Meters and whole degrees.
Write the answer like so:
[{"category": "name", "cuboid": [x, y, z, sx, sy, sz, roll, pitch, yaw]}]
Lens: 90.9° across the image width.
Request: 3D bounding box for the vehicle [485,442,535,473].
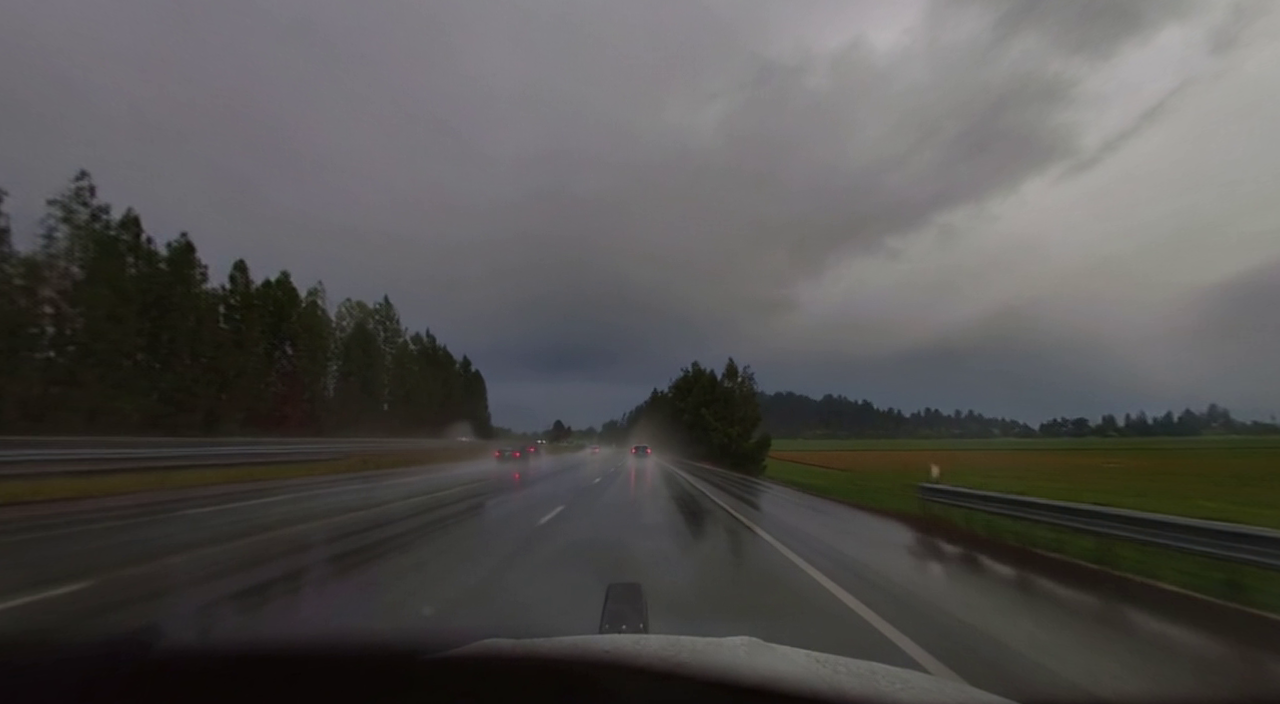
[{"category": "vehicle", "cuboid": [-7.334, 5.965, 35.888, 1.972, 1.603, 3.891, 0, -8, 1]}]
